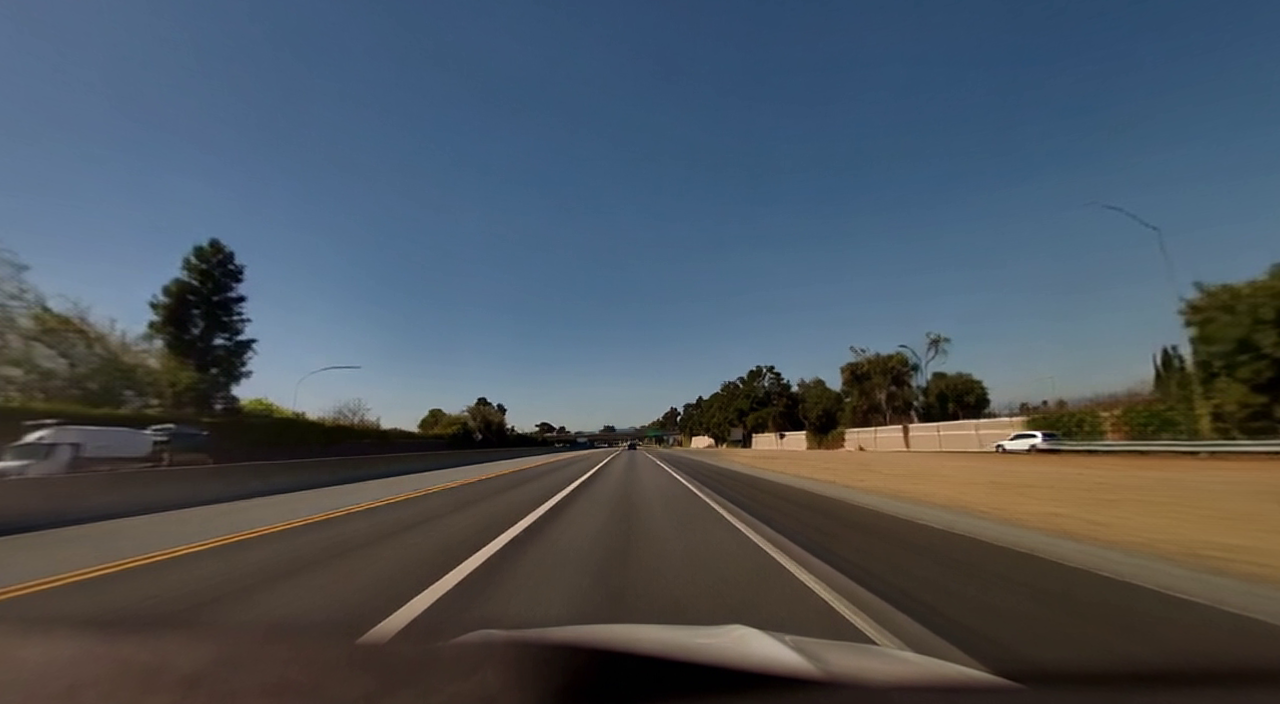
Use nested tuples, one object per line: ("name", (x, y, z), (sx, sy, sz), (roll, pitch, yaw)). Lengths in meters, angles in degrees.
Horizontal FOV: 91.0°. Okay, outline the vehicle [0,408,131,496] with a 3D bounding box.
("vehicle", (-29.283, 4.894, 31.139), (3.028, 3.909, 5.951), (-1, -8, 0))
